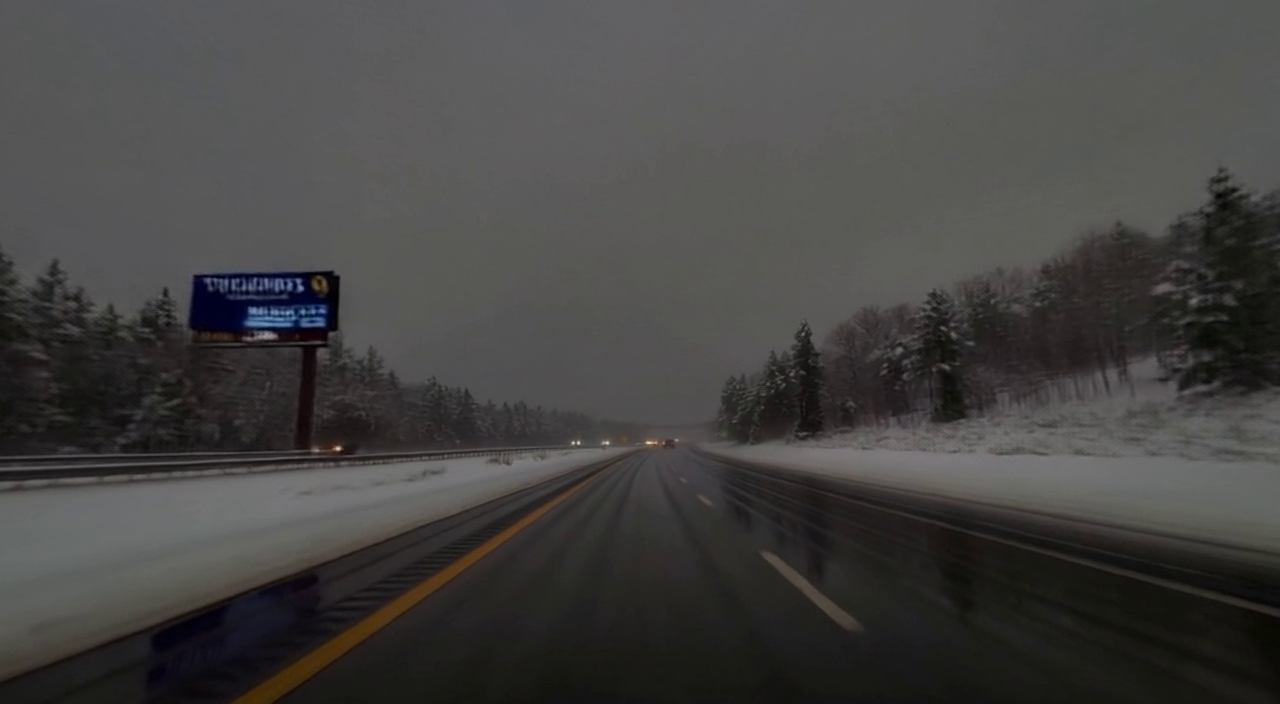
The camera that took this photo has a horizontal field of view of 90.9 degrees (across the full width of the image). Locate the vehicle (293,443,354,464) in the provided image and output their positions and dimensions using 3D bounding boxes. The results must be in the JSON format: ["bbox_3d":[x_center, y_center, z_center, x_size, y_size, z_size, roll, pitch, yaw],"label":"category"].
[{"bbox_3d":[-23.295,7.501,46.594,1.893,1.451,4.671,0,-8,3],"label":"vehicle"}]
